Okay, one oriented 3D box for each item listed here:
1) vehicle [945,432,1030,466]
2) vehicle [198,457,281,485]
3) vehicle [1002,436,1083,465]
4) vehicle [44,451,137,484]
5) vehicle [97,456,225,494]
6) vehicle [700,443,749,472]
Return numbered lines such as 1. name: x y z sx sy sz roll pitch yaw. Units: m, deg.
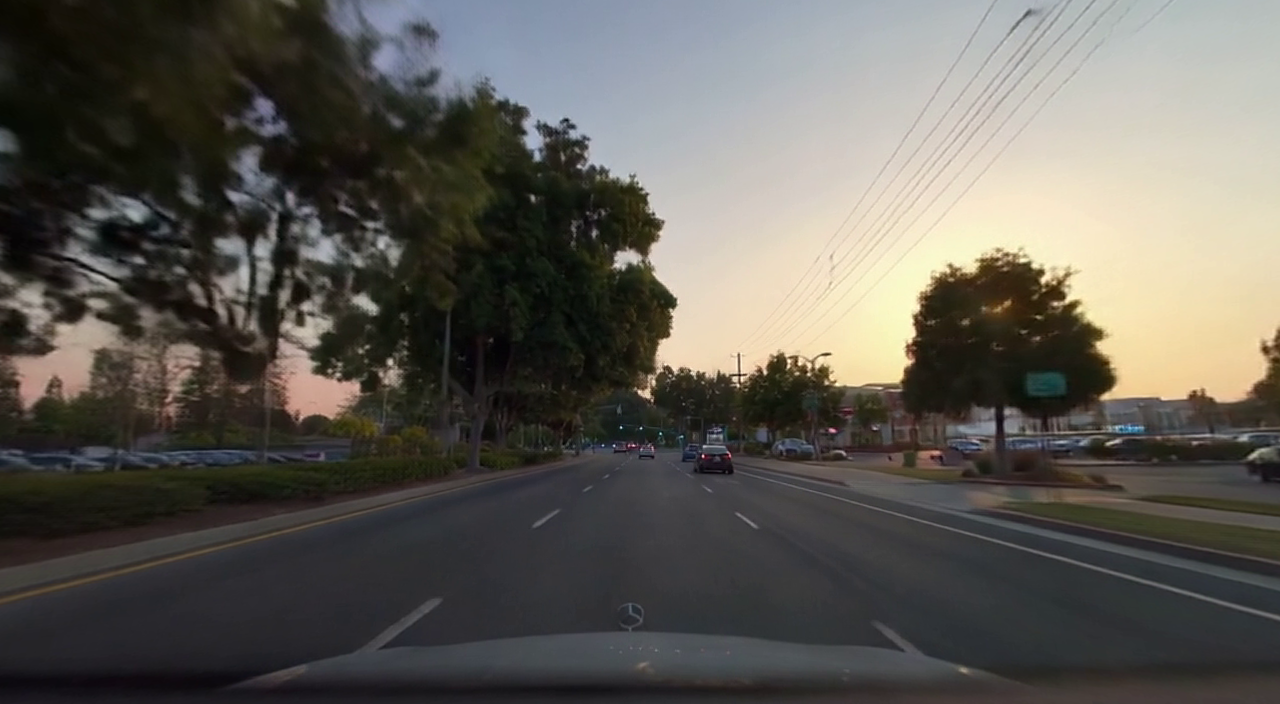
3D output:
1. vehicle: 21.326 5.987 39.073 2.124 1.920 5.946 0 -9 3
2. vehicle: -22.432 6.676 35.548 1.771 1.373 4.308 0 -8 2
3. vehicle: 24.683 6.065 38.902 1.894 1.656 4.841 0 -8 2
4. vehicle: -31.542 6.600 36.403 2.026 1.692 4.523 2 -9 -13
5. vehicle: -22.485 5.760 29.912 2.111 1.500 5.131 -1 -8 -1
6. vehicle: 4.423 5.574 33.579 1.916 1.459 4.335 0 -8 -1
